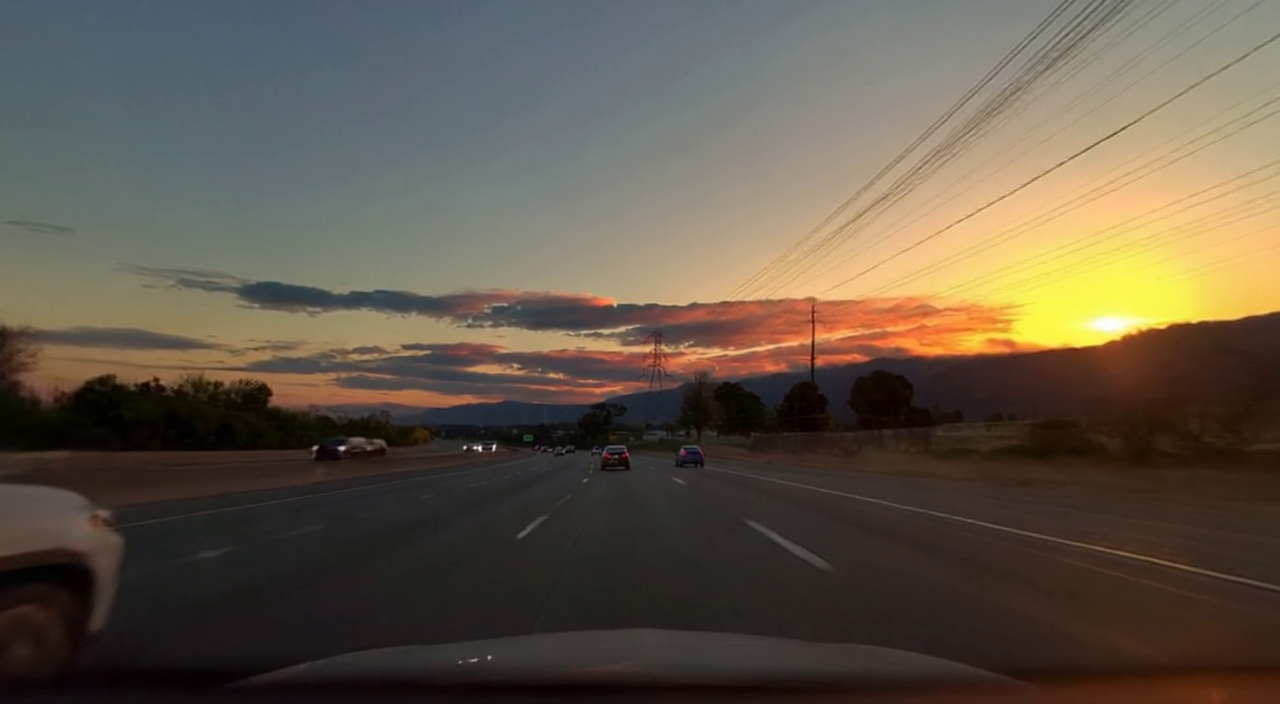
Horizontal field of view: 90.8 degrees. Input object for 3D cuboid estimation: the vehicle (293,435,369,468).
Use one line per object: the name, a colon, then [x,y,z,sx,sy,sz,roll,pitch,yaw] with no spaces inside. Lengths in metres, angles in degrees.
vehicle: [-18.353,5.960,37.886,2.292,1.825,4.903,0,-8,-3]

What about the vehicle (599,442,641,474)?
vehicle: [-1.208,5.985,36.008,2.188,1.714,3.921,1,-8,-4]

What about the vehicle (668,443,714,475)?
vehicle: [2.573,5.520,32.808,1.789,1.503,3.897,0,-9,-4]

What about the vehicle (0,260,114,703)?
vehicle: [-4.064,0.323,0.337,2.475,2.152,5.837,0,-8,0]
